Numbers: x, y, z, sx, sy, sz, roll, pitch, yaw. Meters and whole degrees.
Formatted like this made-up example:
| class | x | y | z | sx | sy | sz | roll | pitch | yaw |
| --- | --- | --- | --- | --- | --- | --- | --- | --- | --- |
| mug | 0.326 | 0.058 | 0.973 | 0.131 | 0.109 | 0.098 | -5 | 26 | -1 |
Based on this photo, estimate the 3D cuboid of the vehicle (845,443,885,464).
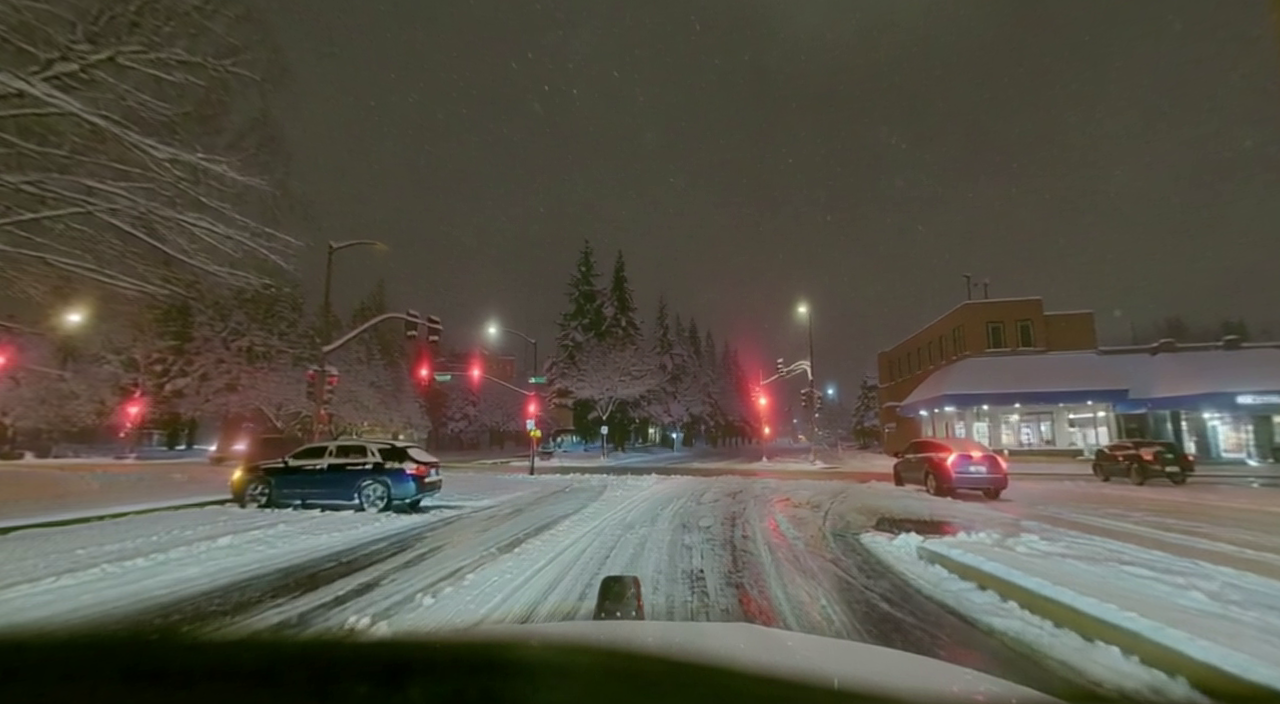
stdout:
| class | x | y | z | sx | sy | sz | roll | pitch | yaw |
| --- | --- | --- | --- | --- | --- | --- | --- | --- | --- |
| vehicle | 16.324 | 7.371 | 45.994 | 1.824 | 1.453 | 4.148 | -2 | -9 | 7 |

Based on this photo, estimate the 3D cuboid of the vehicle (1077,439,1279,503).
| class | x | y | z | sx | sy | sz | roll | pitch | yaw |
| --- | --- | --- | --- | --- | --- | --- | --- | --- | --- |
| vehicle | 14.282 | 3.122 | 17.111 | 1.951 | 1.491 | 4.359 | 0 | -8 | 4 |

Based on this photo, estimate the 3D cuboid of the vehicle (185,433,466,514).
| class | x | y | z | sx | sy | sz | roll | pitch | yaw |
| --- | --- | --- | --- | --- | --- | --- | --- | --- | --- |
| vehicle | -6.350 | 2.442 | 13.083 | 4.792 | 1.468 | 2.116 | -1 | -8 | 9 |

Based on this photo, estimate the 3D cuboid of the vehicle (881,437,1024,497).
| class | x | y | z | sx | sy | sz | roll | pitch | yaw |
| --- | --- | --- | --- | --- | --- | --- | --- | --- | --- |
| vehicle | 8.928 | 3.296 | 18.604 | 2.061 | 1.519 | 4.794 | -1 | -8 | 5 |
